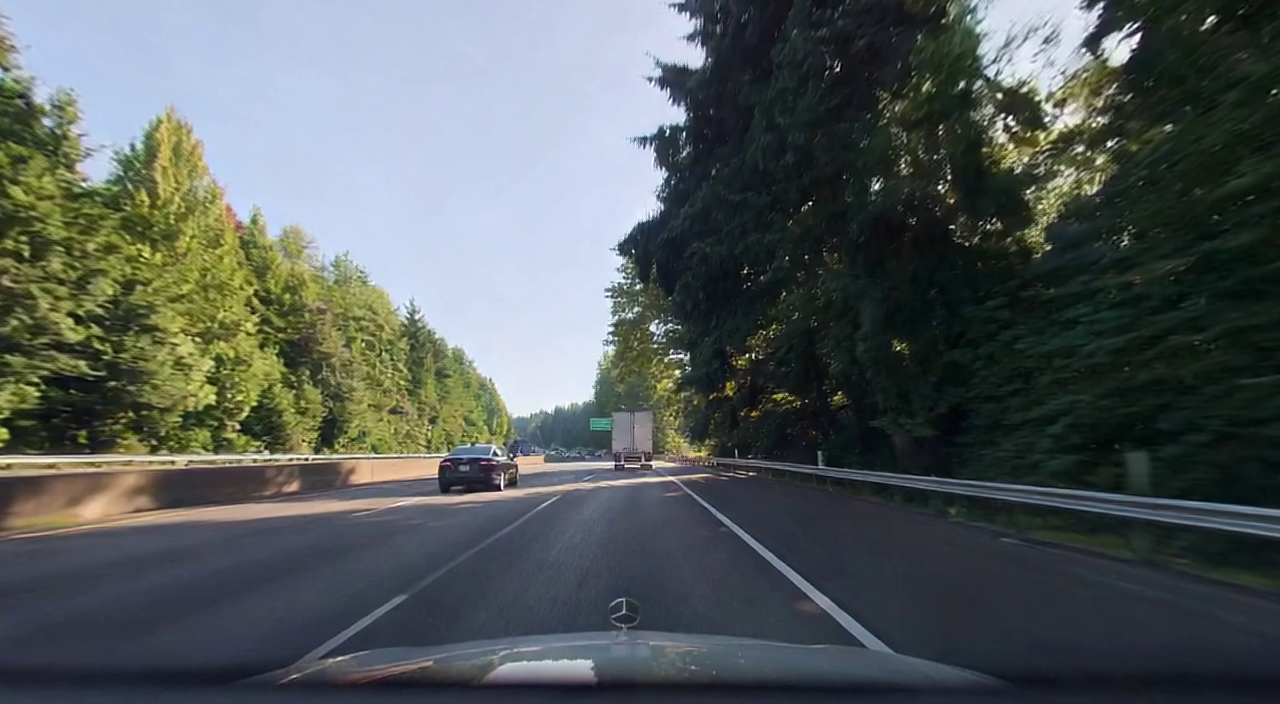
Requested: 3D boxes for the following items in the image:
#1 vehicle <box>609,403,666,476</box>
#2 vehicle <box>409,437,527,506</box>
[{"bbox_3d":[-0.302,5.564,39.359,2.976,3.800,12.335,0,-9,-1],"label":"vehicle"},{"bbox_3d":[-4.330,3.086,16.597,1.964,1.556,4.071,0,-9,0],"label":"vehicle"}]
